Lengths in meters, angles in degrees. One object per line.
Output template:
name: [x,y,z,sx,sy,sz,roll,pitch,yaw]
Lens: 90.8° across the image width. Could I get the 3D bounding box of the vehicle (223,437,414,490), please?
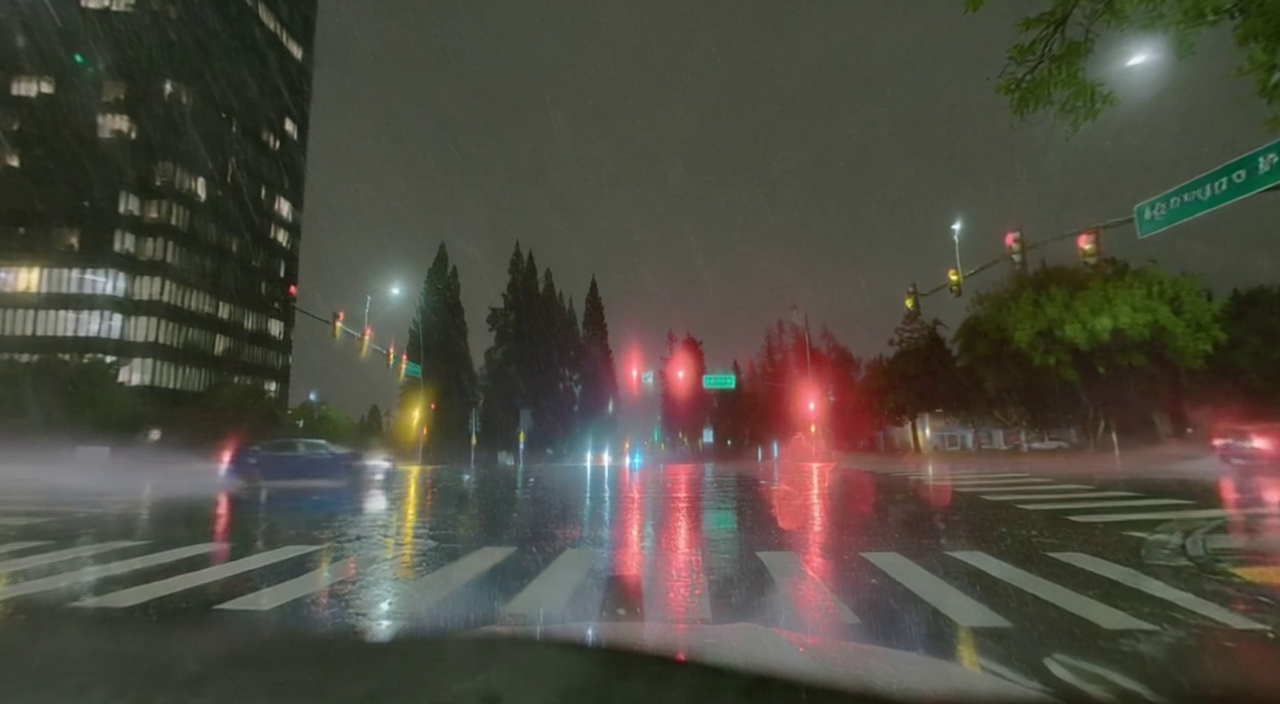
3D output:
vehicle: [-9.502,3.328,18.987,4.698,1.466,1.883,0,-9,1]
